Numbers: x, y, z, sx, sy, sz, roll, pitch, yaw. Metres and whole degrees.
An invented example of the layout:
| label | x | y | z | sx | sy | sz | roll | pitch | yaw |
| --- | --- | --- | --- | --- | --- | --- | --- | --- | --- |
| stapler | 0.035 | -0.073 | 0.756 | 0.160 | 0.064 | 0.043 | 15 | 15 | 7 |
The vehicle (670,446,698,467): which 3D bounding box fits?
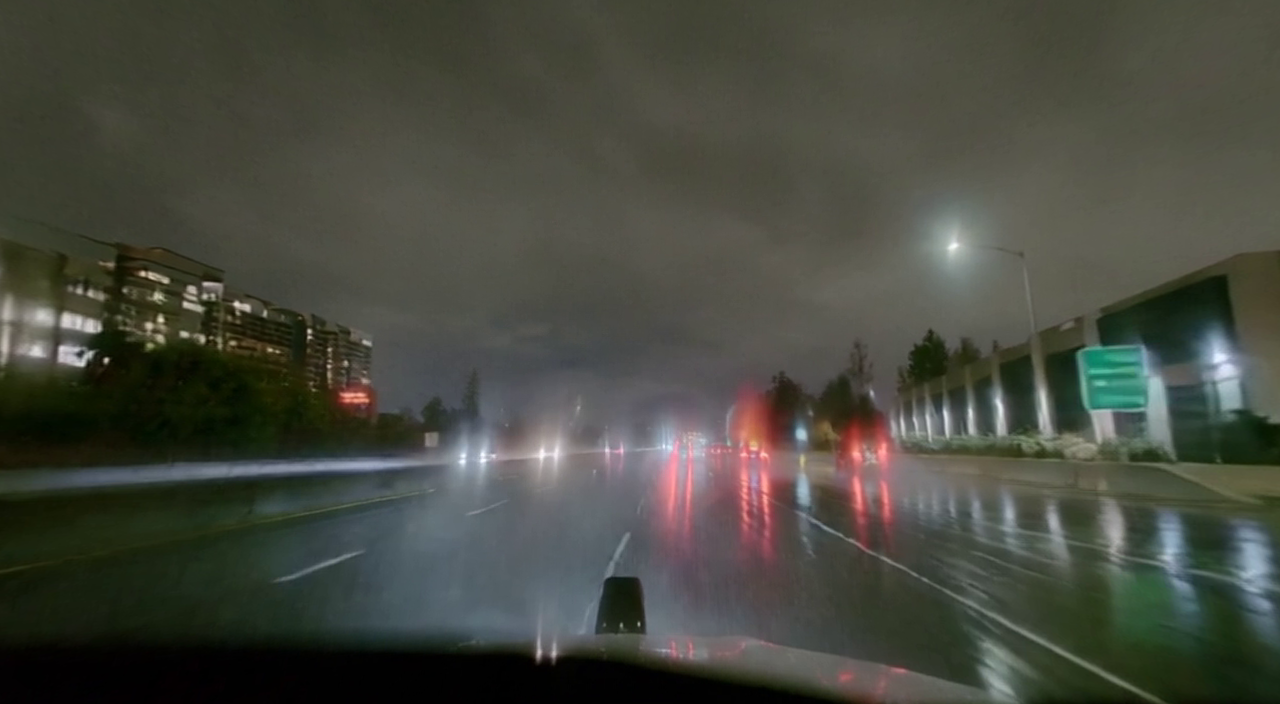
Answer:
| label | x | y | z | sx | sy | sz | roll | pitch | yaw |
| --- | --- | --- | --- | --- | --- | --- | --- | --- | --- |
| vehicle | 3.437 | 8.233 | 49.883 | 1.974 | 1.557 | 4.479 | 0 | -9 | 1 |
